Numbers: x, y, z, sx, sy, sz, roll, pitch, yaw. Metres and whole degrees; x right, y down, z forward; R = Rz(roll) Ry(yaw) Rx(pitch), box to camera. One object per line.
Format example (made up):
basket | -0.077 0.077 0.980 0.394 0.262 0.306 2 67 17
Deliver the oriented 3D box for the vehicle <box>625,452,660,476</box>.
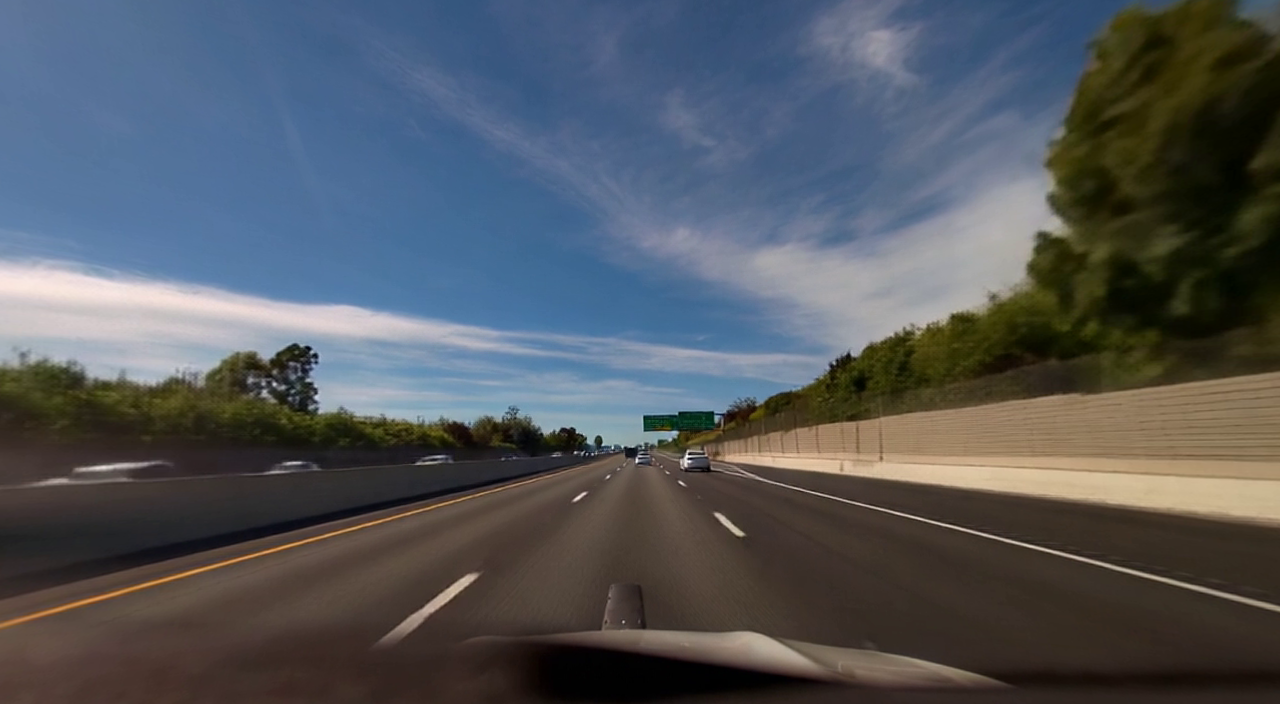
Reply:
vehicle | 0.143 6.987 39.596 2.065 1.400 4.028 0 -9 -1

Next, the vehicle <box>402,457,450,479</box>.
vehicle | -15.930 8.670 47.220 1.919 1.473 4.498 -1 -9 2

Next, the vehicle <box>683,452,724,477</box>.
vehicle | 3.571 6.440 36.187 1.883 1.320 3.386 0 -9 -2

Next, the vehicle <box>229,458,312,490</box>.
vehicle | -20.710 6.842 35.554 2.050 1.644 4.292 0 -9 0

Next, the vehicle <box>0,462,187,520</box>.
vehicle | -16.847 4.224 19.669 1.860 1.495 4.658 0 -9 1
